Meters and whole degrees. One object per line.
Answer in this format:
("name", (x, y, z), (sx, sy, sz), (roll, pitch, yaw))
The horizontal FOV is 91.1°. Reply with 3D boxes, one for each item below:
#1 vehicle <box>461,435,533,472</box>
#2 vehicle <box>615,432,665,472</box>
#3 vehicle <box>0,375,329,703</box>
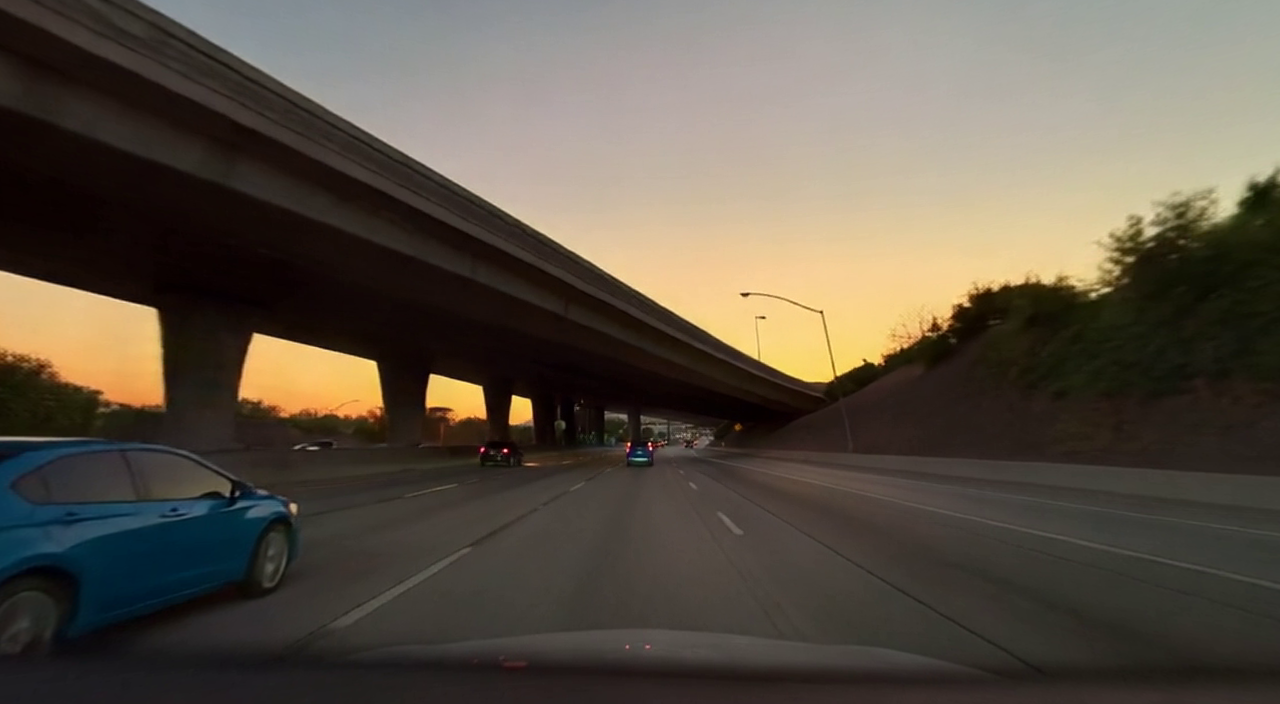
("vehicle", (-6.457, 4.634, 28.947), (1.994, 1.519, 4.668), (0, -8, 3))
("vehicle", (0.056, 4.638, 29.182), (2.155, 1.690, 4.318), (0, -8, 2))
("vehicle", (-4.179, 1.025, 3.808), (2.124, 1.607, 4.531), (0, -8, 2))
